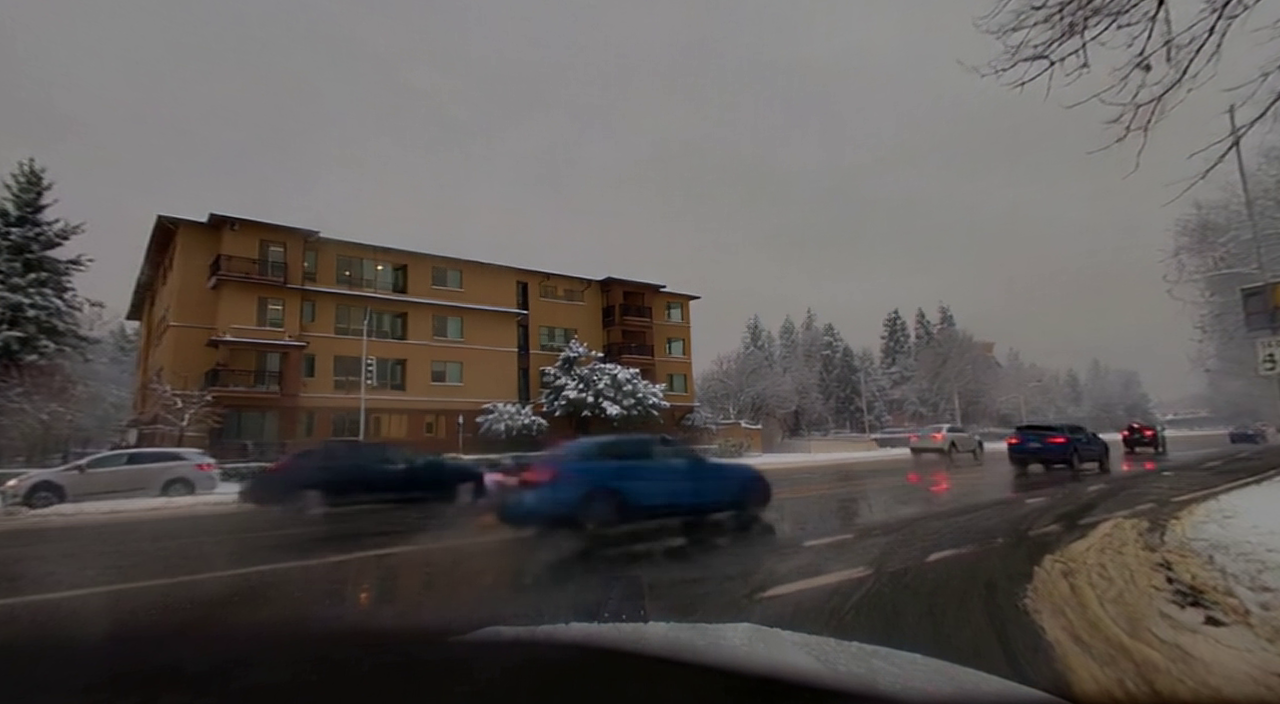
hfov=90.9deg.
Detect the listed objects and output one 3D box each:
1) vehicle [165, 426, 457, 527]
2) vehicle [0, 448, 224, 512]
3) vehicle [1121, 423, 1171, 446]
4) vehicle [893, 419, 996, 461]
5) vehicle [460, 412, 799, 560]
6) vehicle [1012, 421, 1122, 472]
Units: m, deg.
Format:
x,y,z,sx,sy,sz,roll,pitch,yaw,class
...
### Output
x,y,z,sx,sy,sz,roll,pitch,yaw,class
-6.496,2.416,12.870,4.846,1.662,1.989,7,-11,-40,vehicle
-13.600,3.254,16.423,4.289,1.415,1.774,7,-13,-41,vehicle
38.622,6.339,48.095,4.683,1.678,1.981,7,-11,-40,vehicle
15.303,4.401,31.546,5.994,1.898,2.264,7,-11,-40,vehicle
0.037,1.855,9.559,4.783,1.652,2.199,7,-11,-41,vehicle
15.312,3.361,22.549,4.438,1.625,2.033,7,-11,-40,vehicle
